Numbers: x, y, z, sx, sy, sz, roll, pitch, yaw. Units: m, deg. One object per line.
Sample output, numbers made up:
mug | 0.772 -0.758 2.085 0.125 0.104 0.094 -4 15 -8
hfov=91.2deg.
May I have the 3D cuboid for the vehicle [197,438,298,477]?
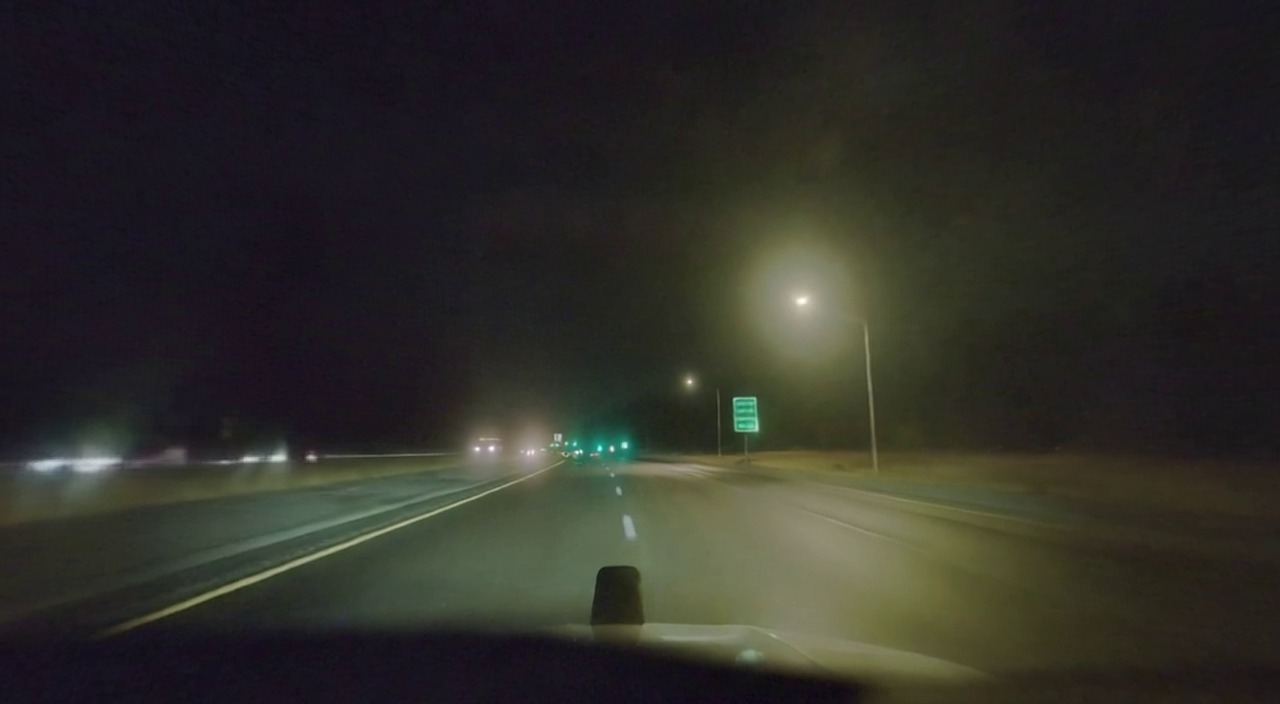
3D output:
vehicle | -16.125 4.361 26.030 1.747 1.453 4.027 0 -9 -3
